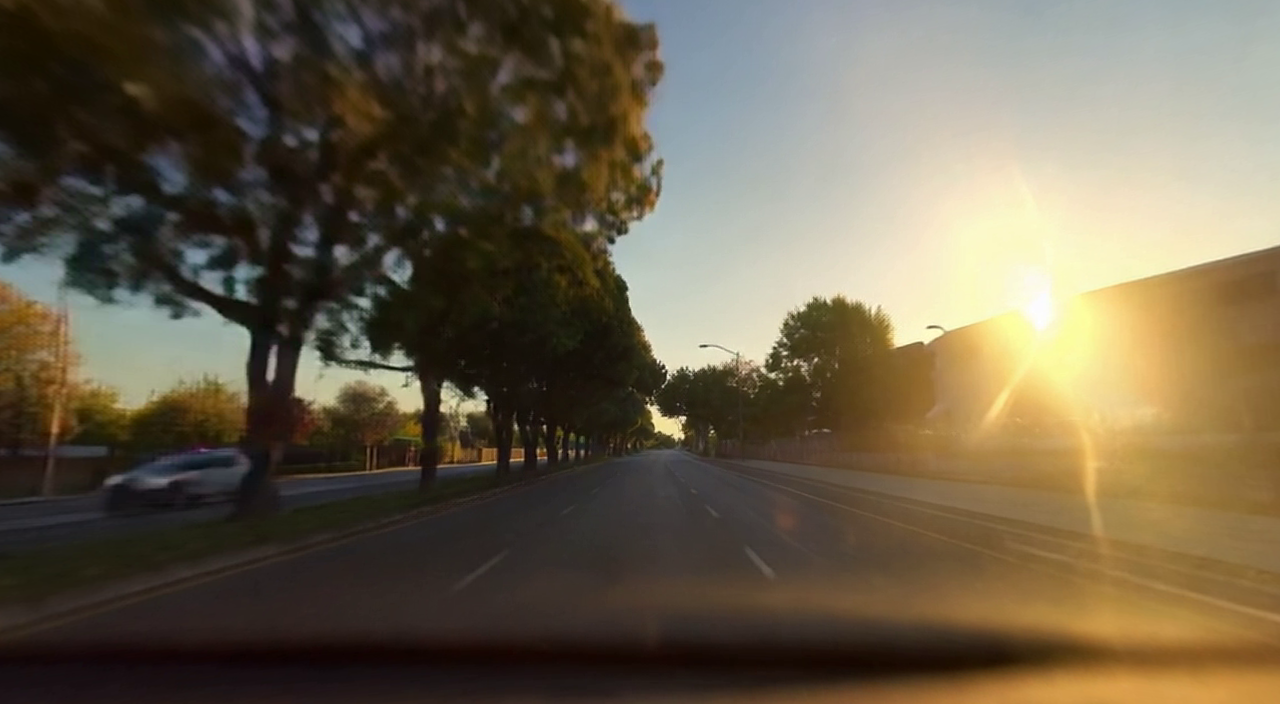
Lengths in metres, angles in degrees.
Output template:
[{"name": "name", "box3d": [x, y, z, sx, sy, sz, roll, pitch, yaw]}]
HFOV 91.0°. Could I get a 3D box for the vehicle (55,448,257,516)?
[{"name": "vehicle", "box3d": [-13.415, 3.582, 17.932, 2.094, 1.638, 4.477, -1, -9, 2]}]
